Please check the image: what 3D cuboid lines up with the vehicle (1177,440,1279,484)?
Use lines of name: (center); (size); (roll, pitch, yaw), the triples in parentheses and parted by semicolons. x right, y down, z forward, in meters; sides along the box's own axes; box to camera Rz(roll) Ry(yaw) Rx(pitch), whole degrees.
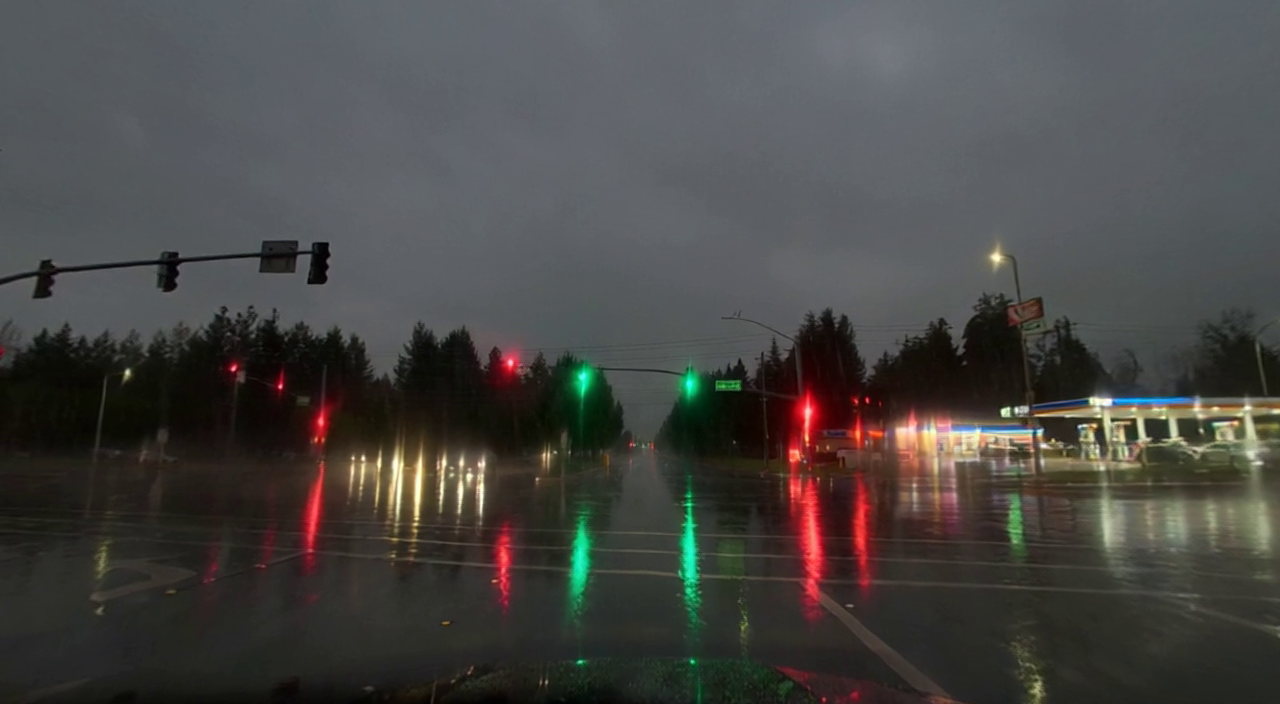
vehicle: (22.091, 3.783, 21.841); (4.716, 1.455, 2.060); (-3, -9, 17)
